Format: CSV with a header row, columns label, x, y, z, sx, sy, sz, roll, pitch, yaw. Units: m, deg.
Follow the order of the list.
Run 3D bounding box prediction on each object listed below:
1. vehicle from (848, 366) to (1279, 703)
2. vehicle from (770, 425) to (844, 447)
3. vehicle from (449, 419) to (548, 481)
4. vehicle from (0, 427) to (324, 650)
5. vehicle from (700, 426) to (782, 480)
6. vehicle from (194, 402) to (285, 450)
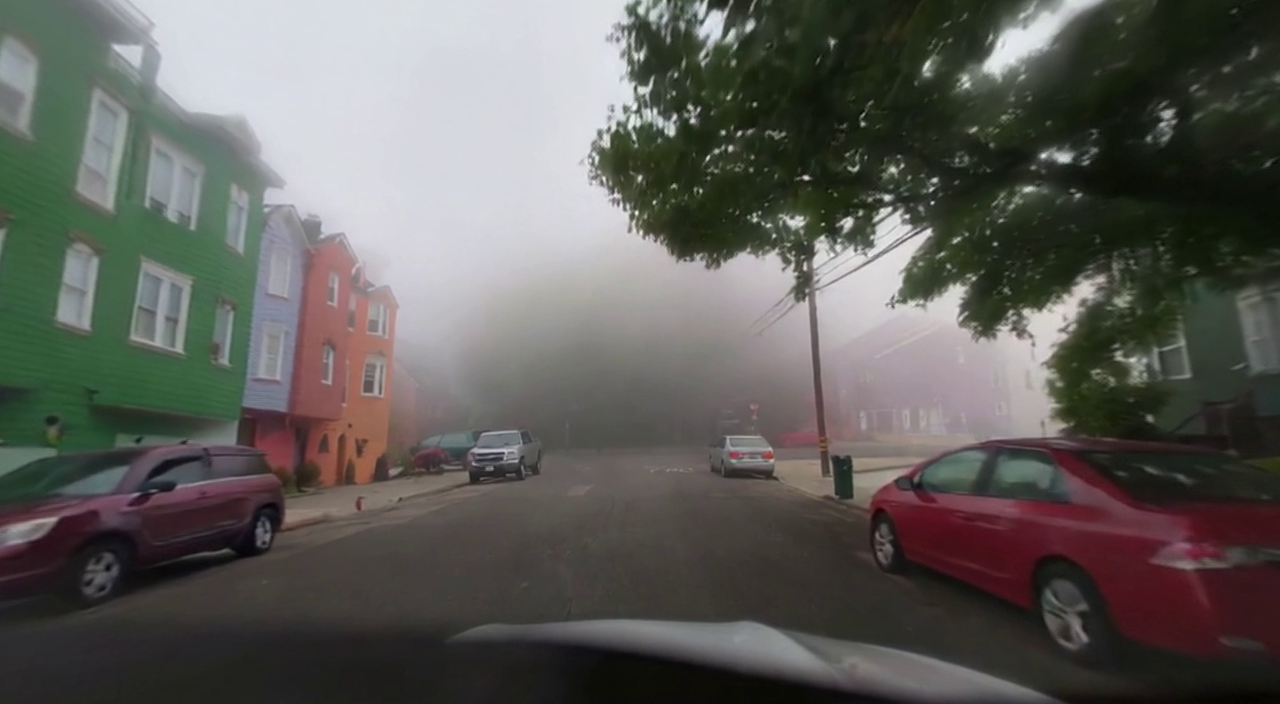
label,x,y,z,sx,sy,sz,roll,pitch,yaw
vehicle,3.528,1.224,5.105,2.070,1.728,4.358,1,-8,-2
vehicle,11.536,5.850,43.741,4.644,1.482,1.997,0,-8,2
vehicle,-5.260,3.770,24.605,2.480,2.084,6.353,0,-8,-1
vehicle,-5.382,1.604,6.644,1.849,1.560,4.227,0,-8,0
vehicle,3.642,3.737,23.681,2.109,1.811,4.886,1,-8,-2
vehicle,-30.748,5.605,48.667,2.473,2.922,6.719,0,0,4
